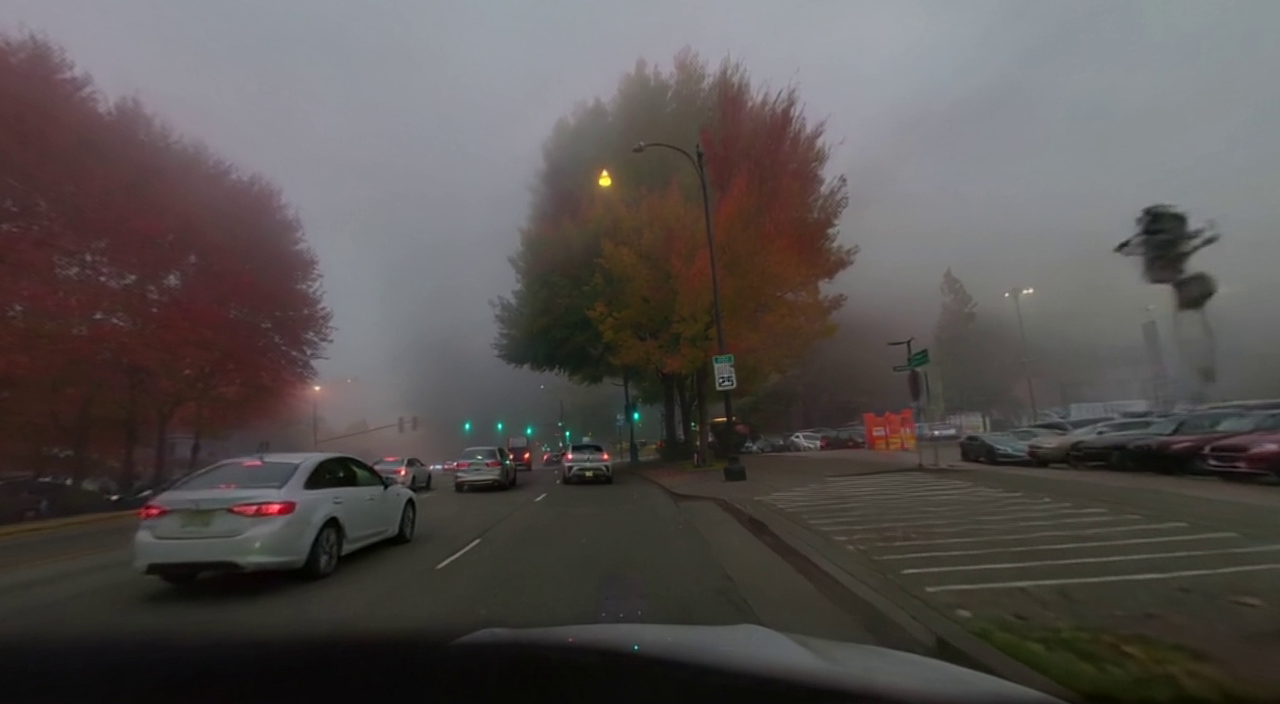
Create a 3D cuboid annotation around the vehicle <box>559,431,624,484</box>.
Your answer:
[{"bbox_3d":[-1.823,3.838,23.106,2.144,1.704,4.028,1,-9,-6],"label":"vehicle"}]

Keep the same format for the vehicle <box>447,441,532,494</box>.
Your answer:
[{"bbox_3d":[-4.881,3.800,21.131,1.974,1.549,4.603,1,-9,-4],"label":"vehicle"}]

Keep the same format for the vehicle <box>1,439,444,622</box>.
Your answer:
[{"bbox_3d":[-4.358,1.919,8.039,2.090,1.506,5.326,1,-9,-1],"label":"vehicle"}]
